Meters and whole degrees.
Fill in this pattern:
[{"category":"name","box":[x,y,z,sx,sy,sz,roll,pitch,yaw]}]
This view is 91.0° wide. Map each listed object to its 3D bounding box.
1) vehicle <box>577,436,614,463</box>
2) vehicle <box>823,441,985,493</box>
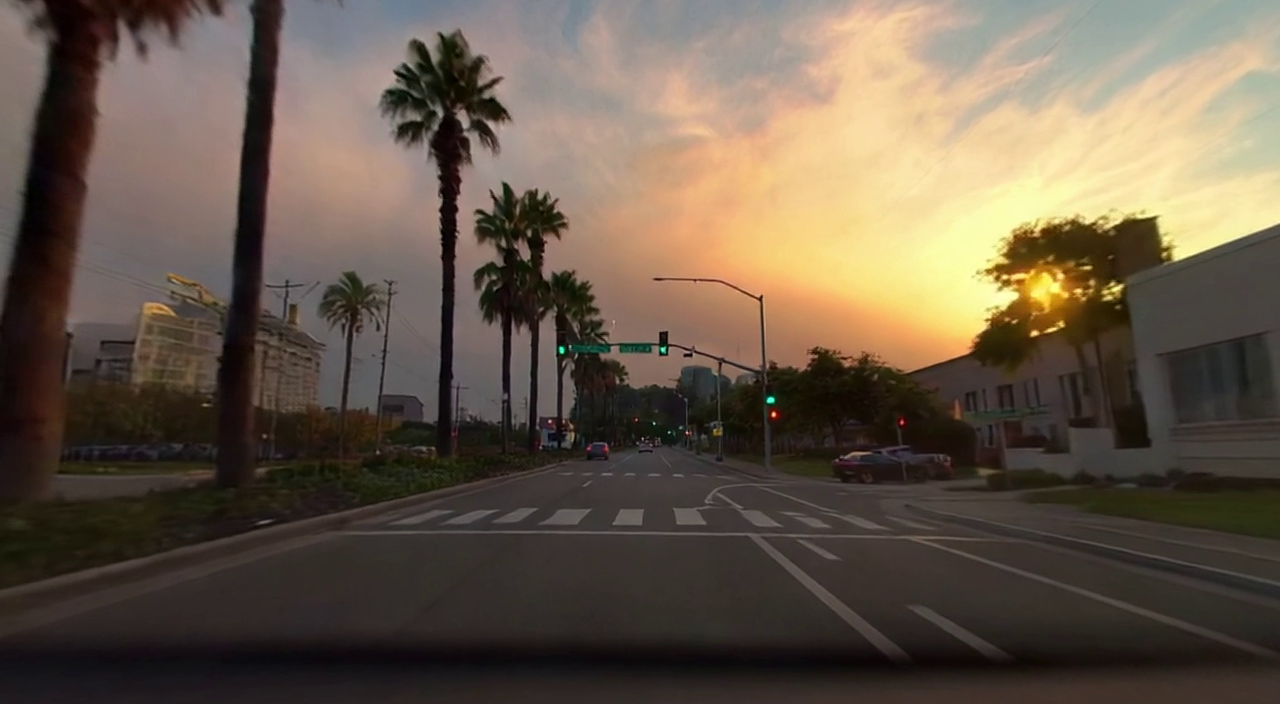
[{"category":"vehicle","box":[-3.106,6.930,44.961,2.116,1.806,4.516,0,-9,2]},{"category":"vehicle","box":[8.405,3.700,20.508,4.509,1.520,1.952,-1,-9,11]}]
